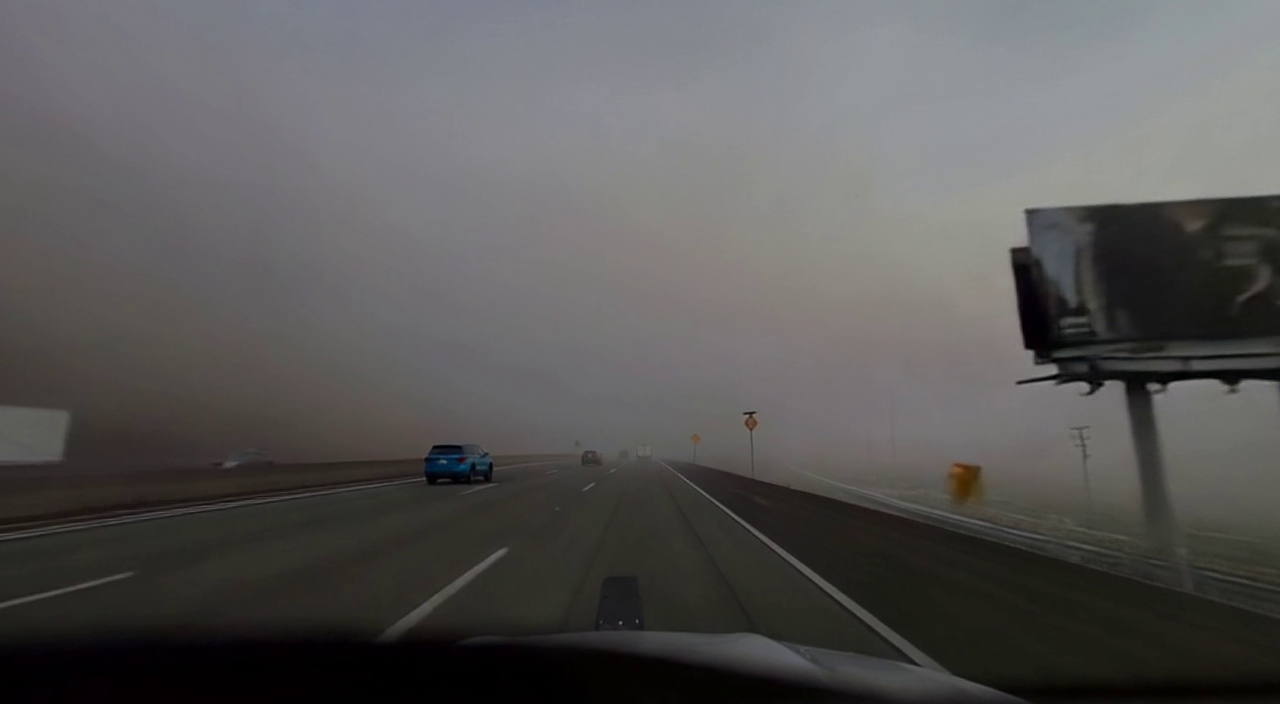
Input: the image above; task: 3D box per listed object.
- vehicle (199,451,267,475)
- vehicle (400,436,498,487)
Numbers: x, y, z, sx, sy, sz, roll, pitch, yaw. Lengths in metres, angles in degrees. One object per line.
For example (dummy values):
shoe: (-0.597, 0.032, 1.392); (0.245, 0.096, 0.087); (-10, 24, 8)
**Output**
vehicle: (-28.249, 7.682, 43.831); (1.867, 1.523, 4.175); (0, -9, 1)
vehicle: (-6.973, 4.061, 23.597); (2.055, 1.683, 4.804); (0, -9, 1)
